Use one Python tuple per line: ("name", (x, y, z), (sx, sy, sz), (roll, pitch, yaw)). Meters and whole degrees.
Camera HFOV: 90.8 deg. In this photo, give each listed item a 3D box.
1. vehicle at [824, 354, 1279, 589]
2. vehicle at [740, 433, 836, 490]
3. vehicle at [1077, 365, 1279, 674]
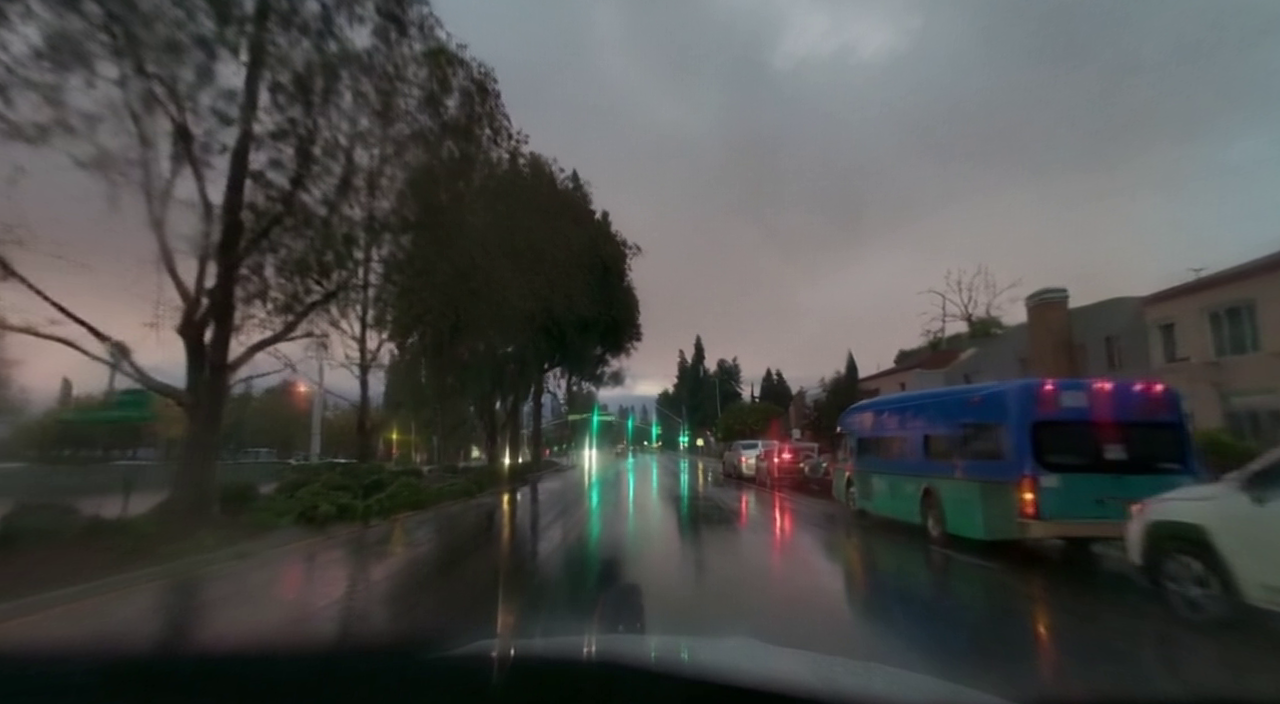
("vehicle", (4.680, 1.536, 8.916), (2.351, 2.125, 6.230), (-1, -8, 1))
("vehicle", (4.810, 3.626, 21.260), (2.028, 1.660, 4.705), (0, -8, -1))
("vehicle", (4.826, 0.850, 2.898), (2.304, 1.760, 4.630), (0, -8, 0))
